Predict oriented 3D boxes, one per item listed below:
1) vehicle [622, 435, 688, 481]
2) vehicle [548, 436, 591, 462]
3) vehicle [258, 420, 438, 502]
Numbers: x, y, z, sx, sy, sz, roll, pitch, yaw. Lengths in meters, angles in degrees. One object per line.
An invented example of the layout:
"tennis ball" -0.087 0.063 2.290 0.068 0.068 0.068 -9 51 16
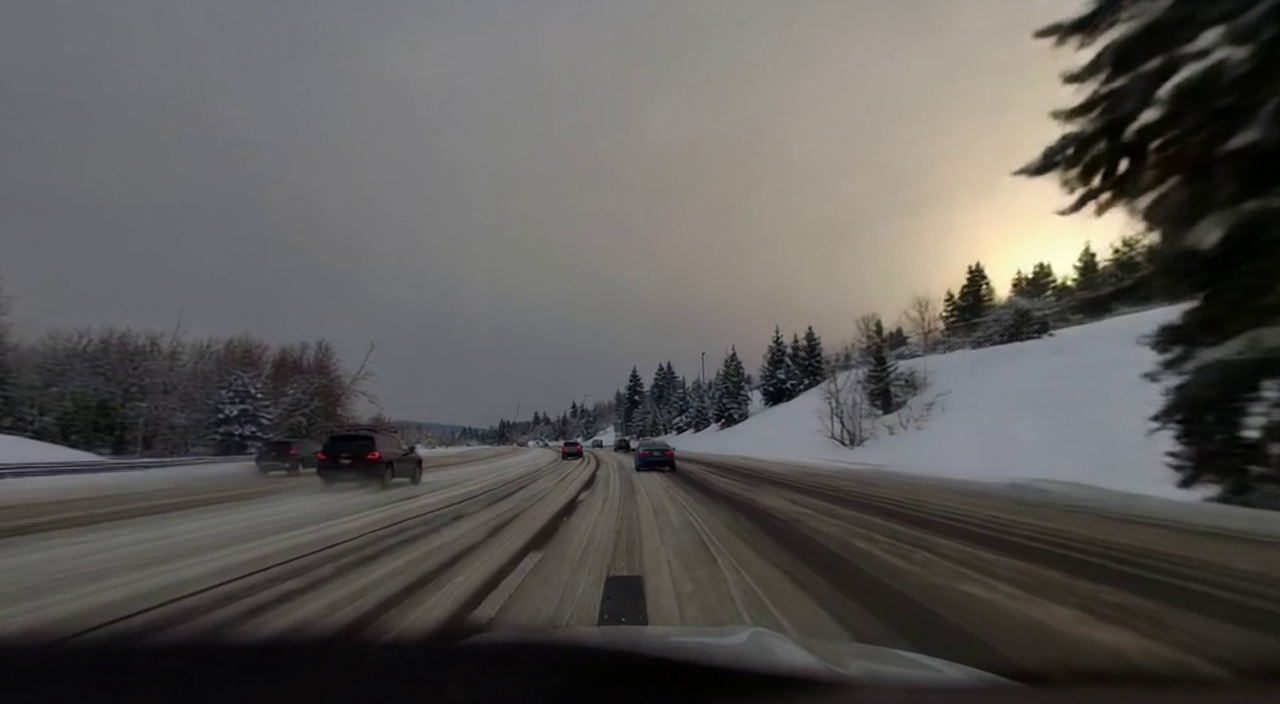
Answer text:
"vehicle" 0.428 3.632 21.871 2.051 1.444 3.927 0 -8 -1
"vehicle" -4.297 6.017 39.252 2.246 1.519 4.980 0 -8 -2
"vehicle" -6.838 2.613 15.502 2.221 1.693 4.631 0 -8 0
